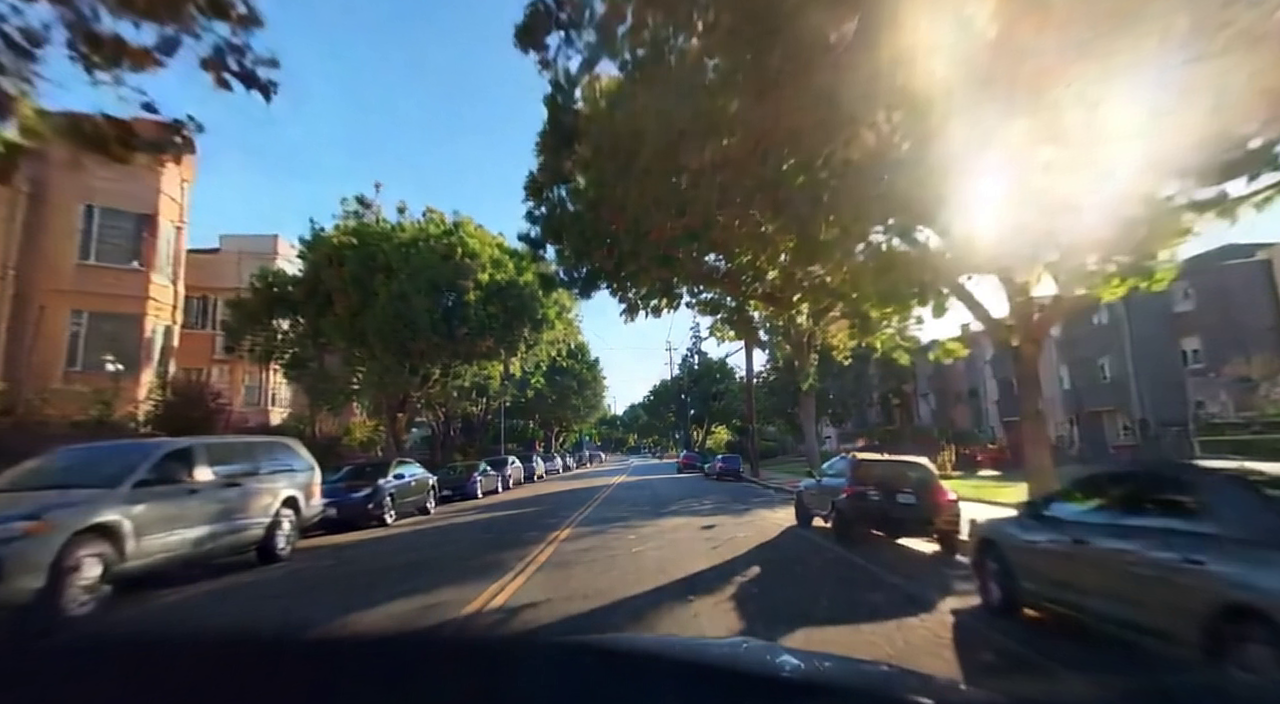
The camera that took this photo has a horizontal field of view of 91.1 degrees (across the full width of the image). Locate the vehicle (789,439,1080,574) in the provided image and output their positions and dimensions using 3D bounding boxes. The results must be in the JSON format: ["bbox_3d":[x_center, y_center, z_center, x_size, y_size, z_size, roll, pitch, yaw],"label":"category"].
[{"bbox_3d":[3.788,2.052,9.225,2.013,1.463,4.523,0,-9,-1],"label":"vehicle"}]

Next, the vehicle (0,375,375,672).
[{"bbox_3d":[-6.124,1.833,8.020,2.555,2.236,6.491,-6,-7,0],"label":"vehicle"}]

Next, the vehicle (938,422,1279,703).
[{"bbox_3d":[3.878,1.219,3.931,1.846,1.464,4.420,0,-9,0],"label":"vehicle"}]

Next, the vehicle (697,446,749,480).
[{"bbox_3d":[3.975,5.359,30.671,1.883,1.527,3.828,0,-9,-1],"label":"vehicle"}]

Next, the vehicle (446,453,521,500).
[{"bbox_3d":[-6.184,4.944,25.341,1.912,1.521,4.326,-3,-8,0],"label":"vehicle"}]
